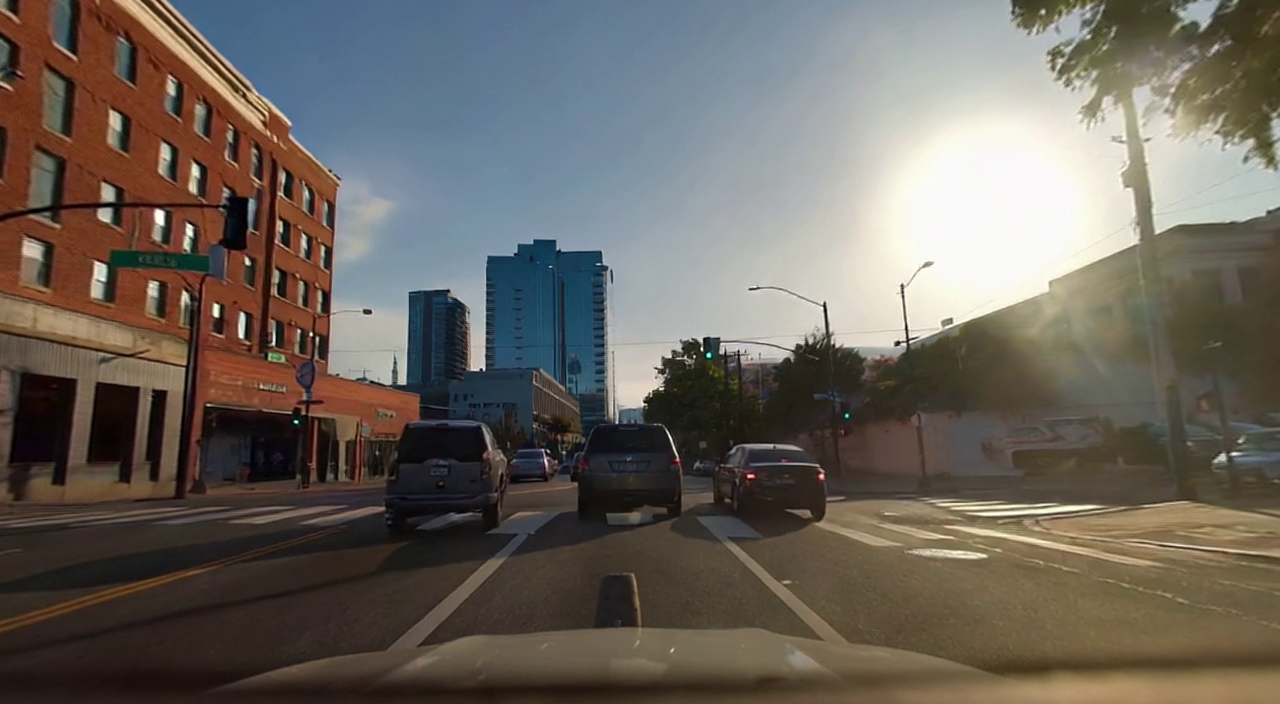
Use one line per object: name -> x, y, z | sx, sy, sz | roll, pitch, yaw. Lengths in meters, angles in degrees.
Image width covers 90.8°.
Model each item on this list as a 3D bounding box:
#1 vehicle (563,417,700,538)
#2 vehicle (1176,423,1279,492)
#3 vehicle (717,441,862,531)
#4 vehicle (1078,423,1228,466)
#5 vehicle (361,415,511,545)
vehicle -> -0.183, 2.265, 12.045 | 2.105, 1.842, 4.537 | 0, -8, -1
vehicle -> 17.356, 2.829, 16.816 | 4.547, 1.720, 1.624 | 0, -12, -1
vehicle -> 2.741, 2.539, 12.597 | 1.852, 1.462, 4.155 | 0, -8, 0
vehicle -> 20.822, 3.784, 25.782 | 4.355, 1.663, 1.948 | 0, -8, 0
vehicle -> -3.352, 2.142, 11.233 | 1.855, 1.812, 4.244 | 1, -9, -9
